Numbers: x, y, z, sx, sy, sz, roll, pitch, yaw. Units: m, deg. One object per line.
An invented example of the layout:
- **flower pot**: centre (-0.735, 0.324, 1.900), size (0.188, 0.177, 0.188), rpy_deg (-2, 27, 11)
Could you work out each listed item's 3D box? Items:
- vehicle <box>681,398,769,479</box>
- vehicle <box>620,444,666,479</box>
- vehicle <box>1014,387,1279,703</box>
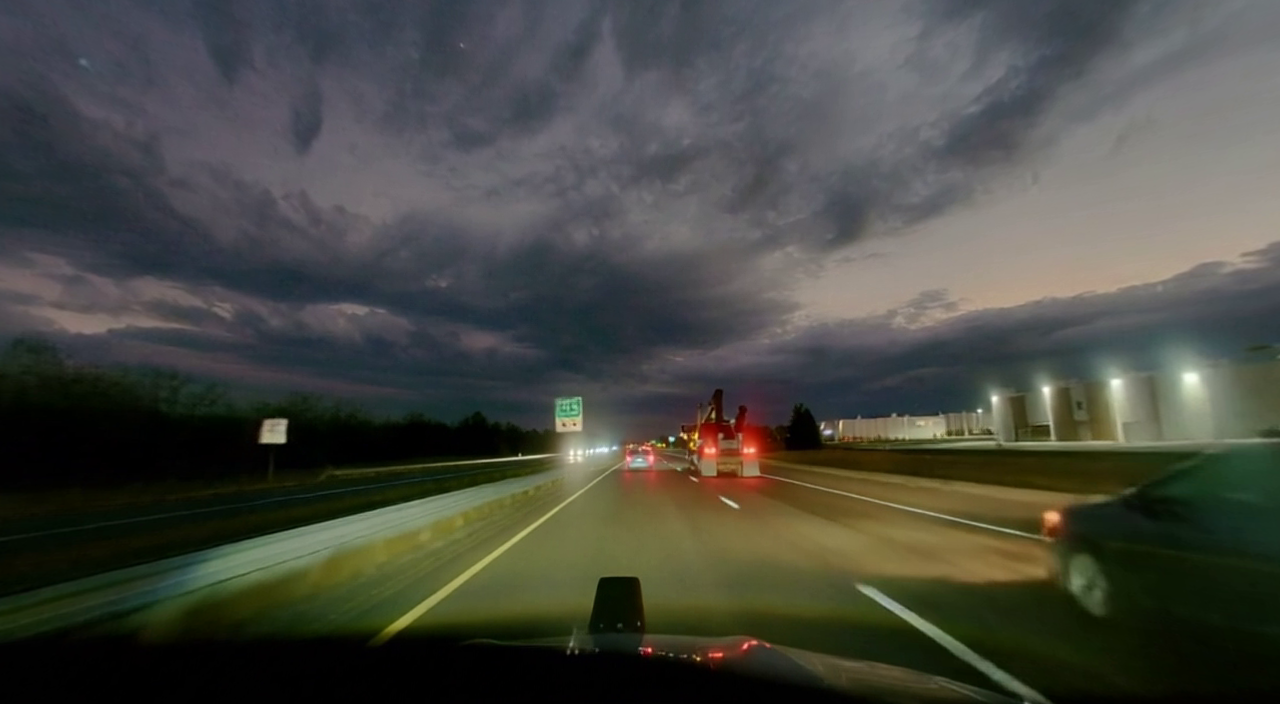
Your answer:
- **vehicle**: centre (4.033, 4.435, 31.949), size (3.089, 3.568, 8.101), rpy_deg (0, -9, -2)
- **vehicle**: centre (0.109, 5.136, 29.841), size (2.045, 1.527, 4.023), rpy_deg (0, -9, -1)
- **vehicle**: centre (3.765, 0.893, 2.475), size (2.168, 1.529, 3.883), rpy_deg (0, -9, 0)
